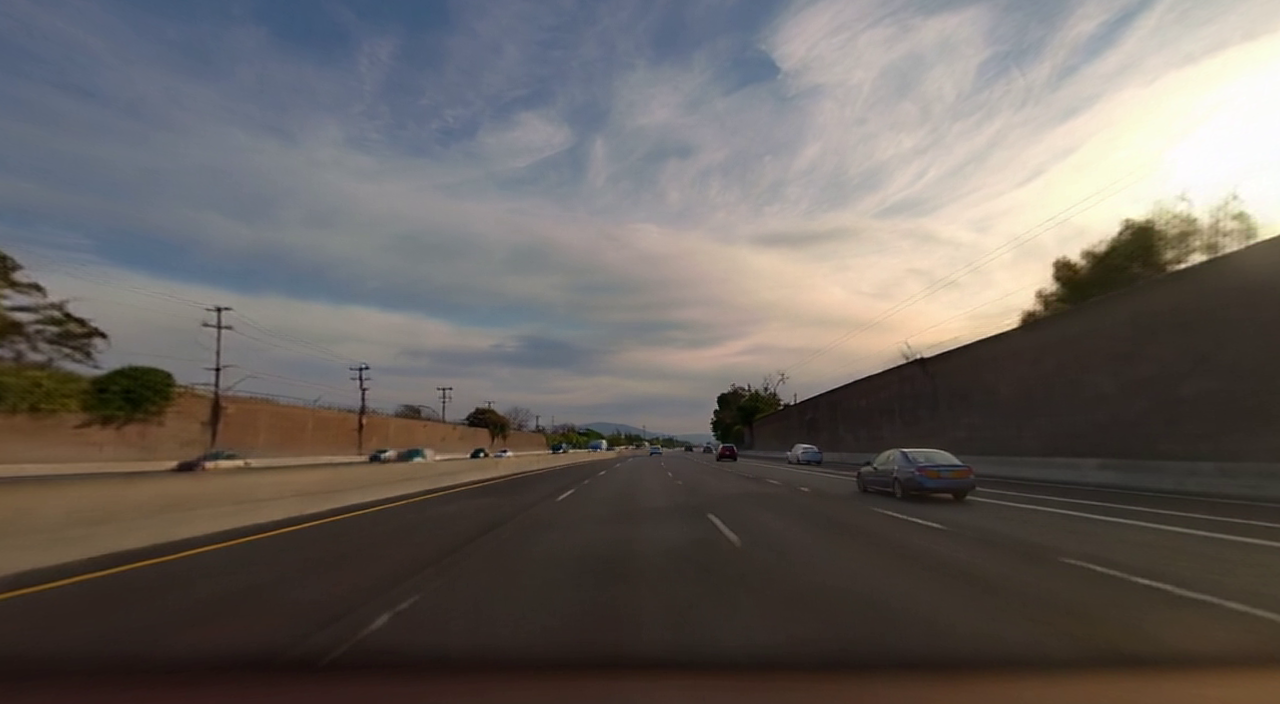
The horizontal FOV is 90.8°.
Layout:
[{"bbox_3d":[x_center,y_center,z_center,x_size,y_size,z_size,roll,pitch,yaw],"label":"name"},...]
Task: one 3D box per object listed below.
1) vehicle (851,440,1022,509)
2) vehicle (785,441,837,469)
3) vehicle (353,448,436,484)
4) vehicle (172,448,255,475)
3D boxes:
[{"bbox_3d":[7.231,3.015,16.093,2.047,1.479,4.593,0,-9,-1],"label":"vehicle"},{"bbox_3d":[11.158,6.726,41.449,2.151,1.734,4.519,0,-9,0],"label":"vehicle"},{"bbox_3d":[-10.865,5.062,28.350,1.908,1.433,4.394,0,-9,1],"label":"vehicle"},{"bbox_3d":[-25.573,6.551,38.087,1.770,1.452,4.443,0,-9,1],"label":"vehicle"}]
